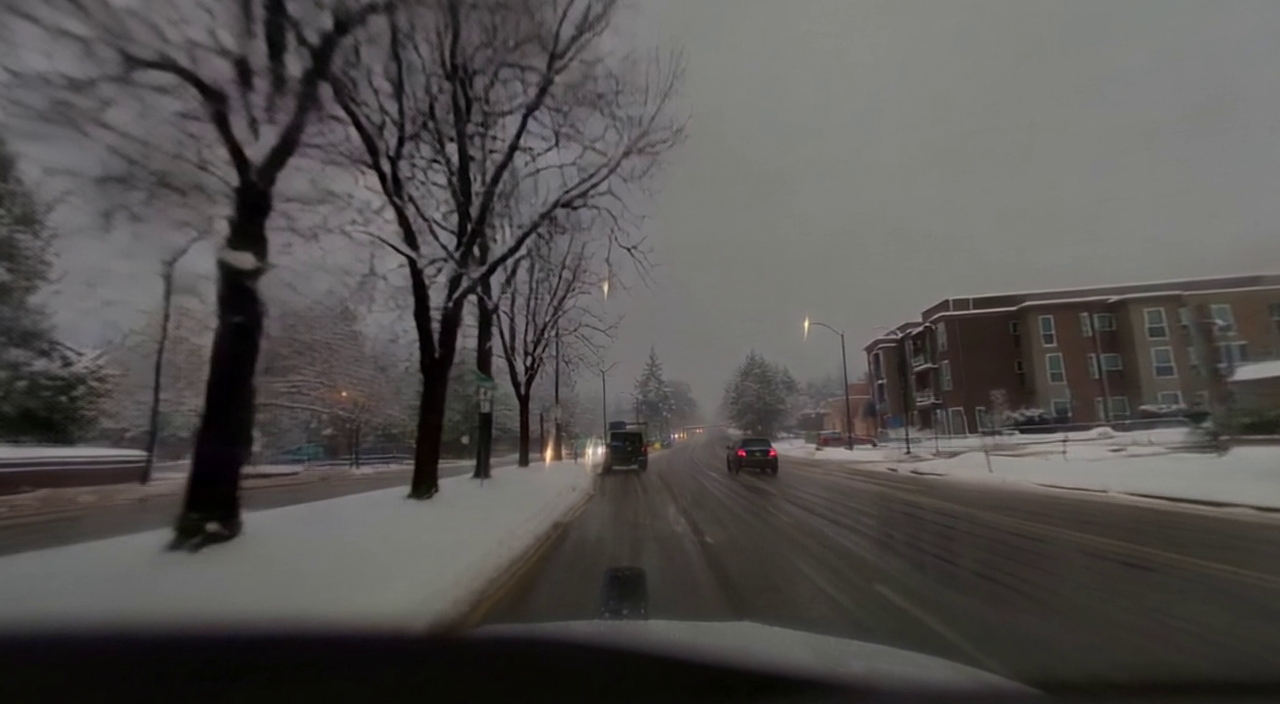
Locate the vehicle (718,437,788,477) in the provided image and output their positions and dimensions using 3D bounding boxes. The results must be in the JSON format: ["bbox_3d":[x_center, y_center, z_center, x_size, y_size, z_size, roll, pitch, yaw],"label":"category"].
[{"bbox_3d":[4.525,4.293,25.944,2.075,1.486,4.316,0,-8,0],"label":"vehicle"}]

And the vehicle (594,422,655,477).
[{"bbox_3d":[-0.783,4.234,27.500,2.396,2.143,4.824,0,-8,-4],"label":"vehicle"}]
